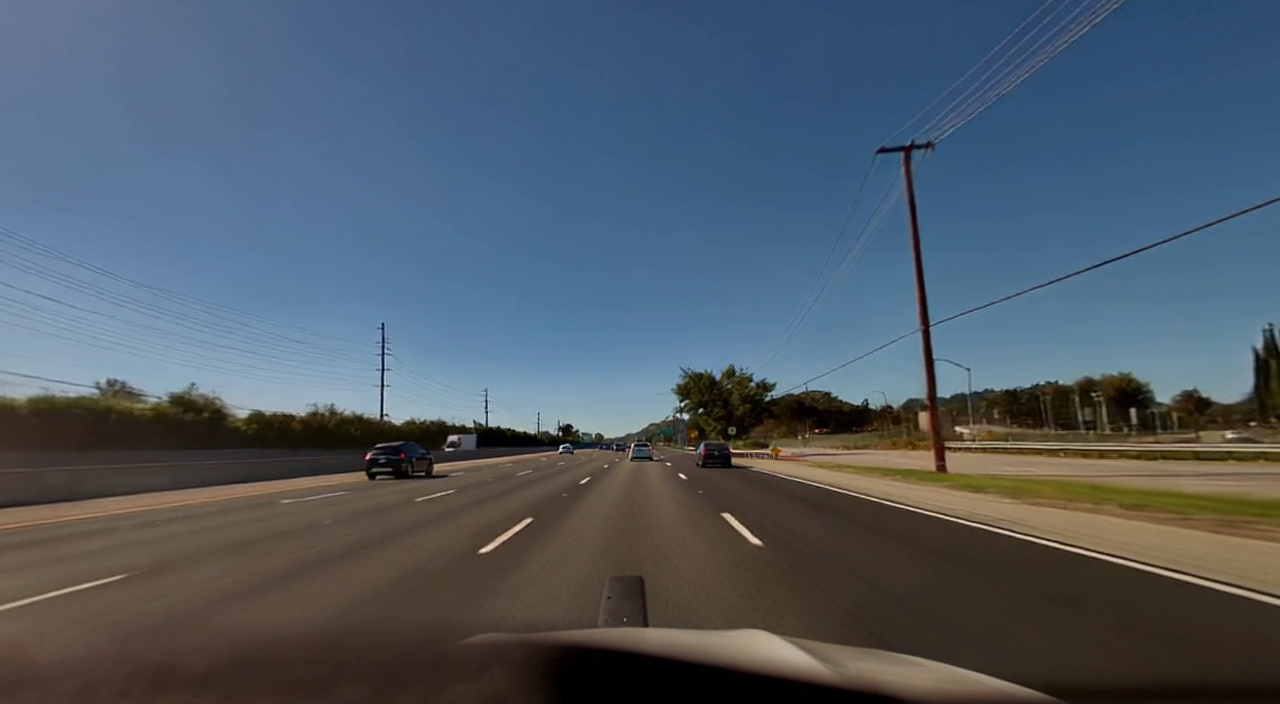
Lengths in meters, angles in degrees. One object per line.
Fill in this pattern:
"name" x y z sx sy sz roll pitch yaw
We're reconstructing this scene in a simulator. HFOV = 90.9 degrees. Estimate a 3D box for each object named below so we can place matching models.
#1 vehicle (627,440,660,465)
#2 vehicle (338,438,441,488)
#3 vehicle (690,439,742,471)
"vehicle" 0.230 6.456 40.689 2.036 1.474 3.969 0 -8 0
"vehicle" -10.324 4.601 26.541 2.241 1.810 4.966 -2 -8 1
"vehicle" 3.785 5.202 32.090 2.060 1.526 4.387 0 -8 -1
